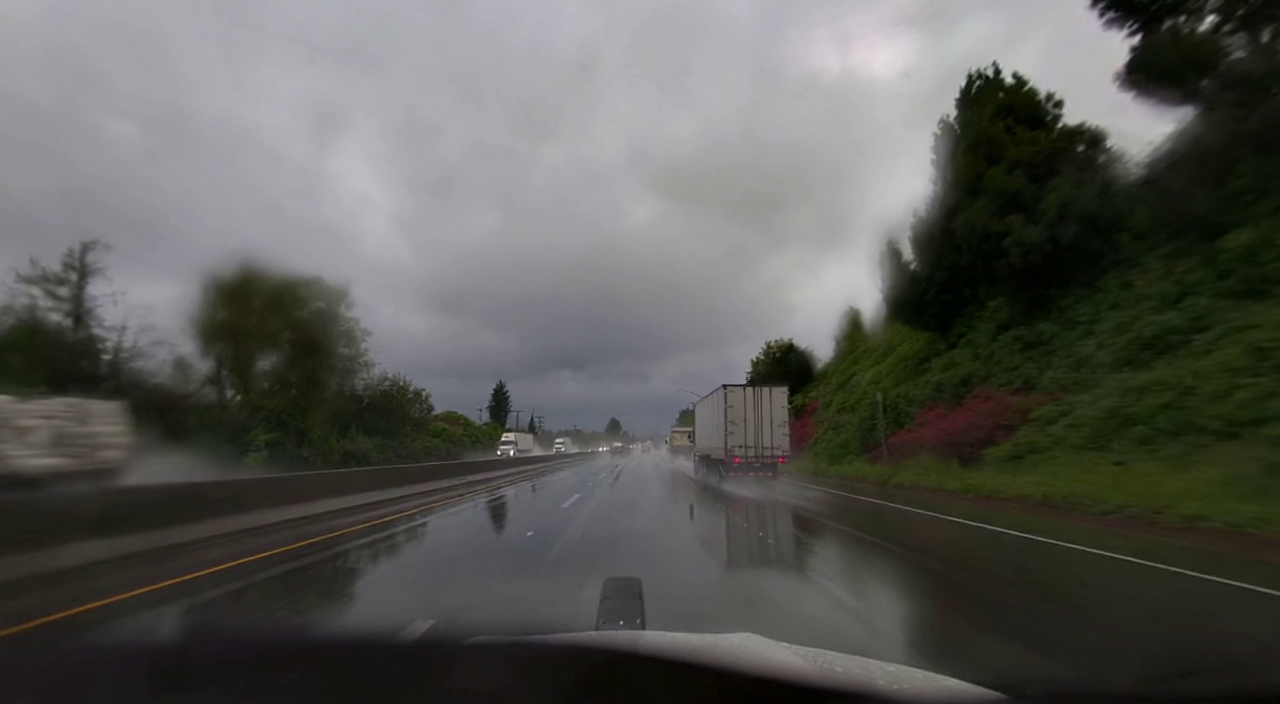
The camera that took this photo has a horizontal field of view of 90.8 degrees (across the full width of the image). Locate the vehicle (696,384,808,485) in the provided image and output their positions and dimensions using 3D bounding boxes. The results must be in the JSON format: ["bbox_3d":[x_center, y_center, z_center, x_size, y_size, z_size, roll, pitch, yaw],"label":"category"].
[{"bbox_3d":[4.688,3.930,29.078,3.032,3.785,10.333,0,-9,-1],"label":"vehicle"}]

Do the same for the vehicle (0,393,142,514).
[{"bbox_3d":[-19.039,2.920,18.109,2.979,3.294,7.760,0,-9,1],"label":"vehicle"}]
